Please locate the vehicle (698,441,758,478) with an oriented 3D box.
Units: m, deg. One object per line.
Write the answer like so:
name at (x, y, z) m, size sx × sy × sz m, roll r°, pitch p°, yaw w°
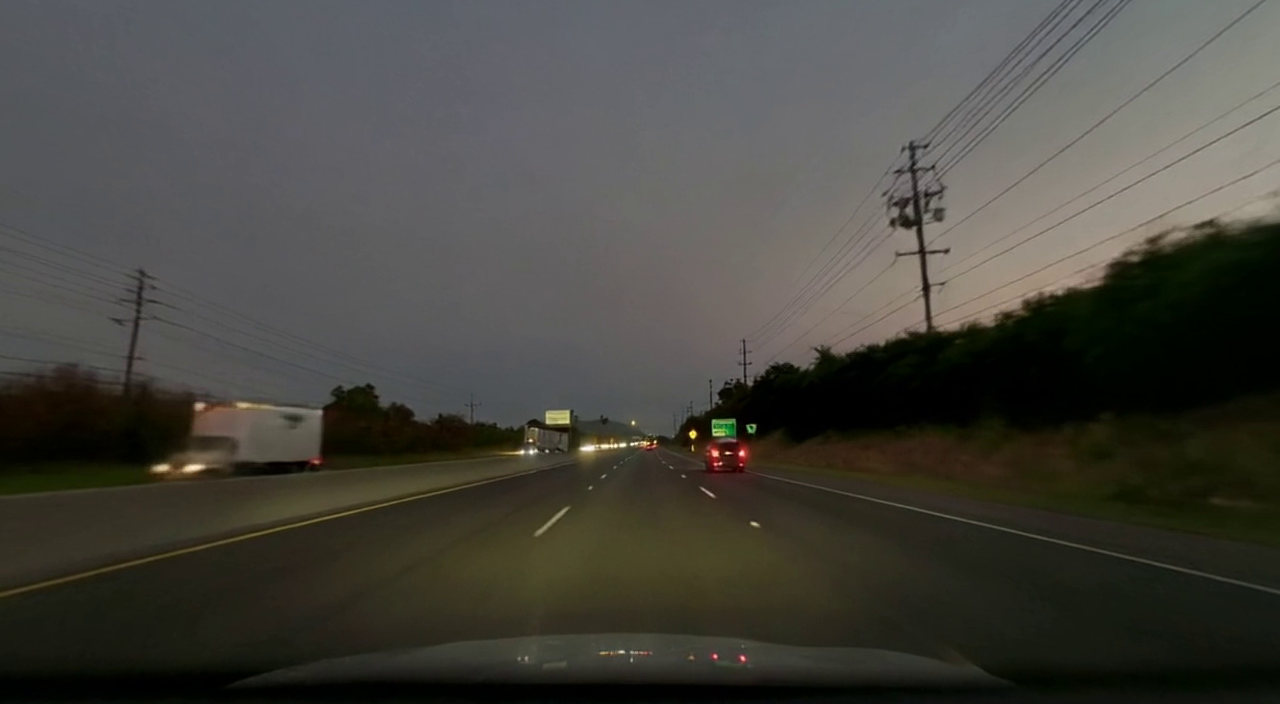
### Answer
vehicle at (3.955, 4.926, 28.908) m, size 2.054 × 1.565 × 4.089 m, roll 0°, pitch -9°, yaw -1°
